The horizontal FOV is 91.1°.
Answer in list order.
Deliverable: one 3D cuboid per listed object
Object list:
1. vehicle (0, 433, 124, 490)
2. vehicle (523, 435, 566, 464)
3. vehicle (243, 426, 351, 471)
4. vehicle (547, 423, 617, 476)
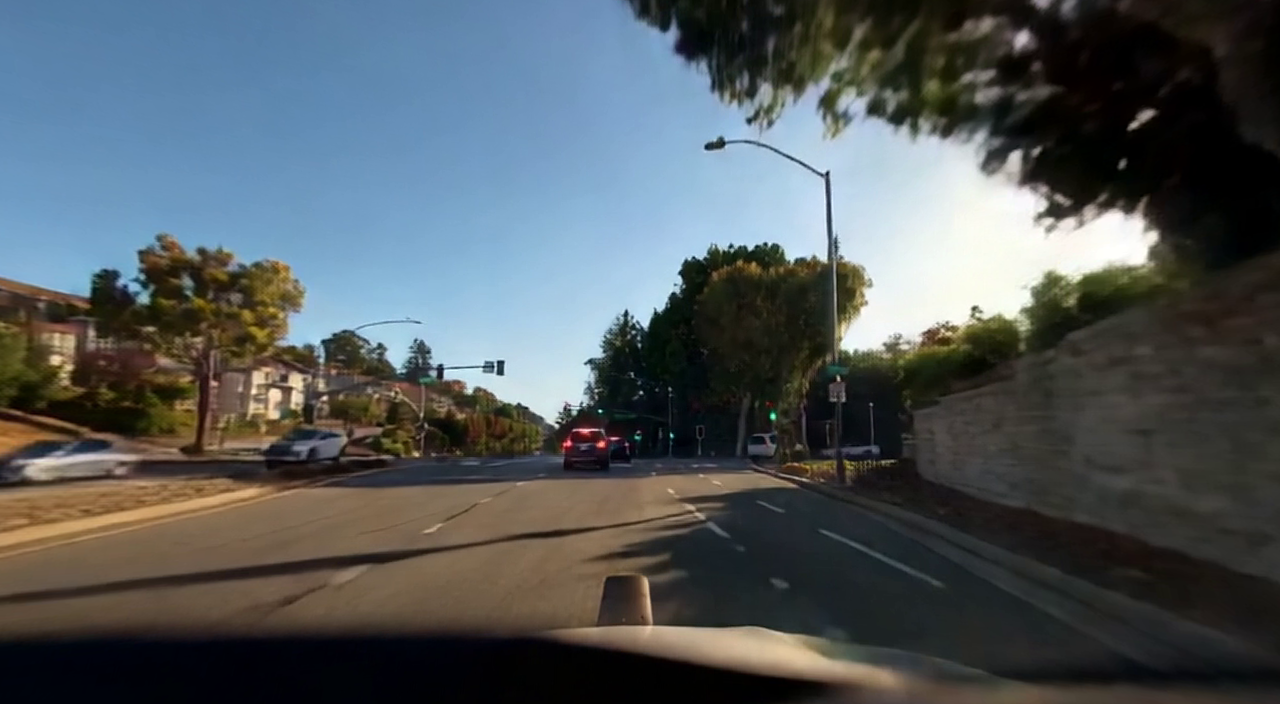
[{"bbox_3d":[-19.084,3.366,19.758,1.924,1.598,4.652,1,-8,-4],"label":"vehicle"},{"bbox_3d":[-5.166,5.305,34.303,1.753,1.458,3.742,0,-8,0],"label":"vehicle"},{"bbox_3d":[-15.031,4.254,27.884,2.086,1.797,4.749,0,-8,0],"label":"vehicle"},{"bbox_3d":[-2.088,3.708,24.113,2.152,1.822,4.391,0,-8,2],"label":"vehicle"}]
